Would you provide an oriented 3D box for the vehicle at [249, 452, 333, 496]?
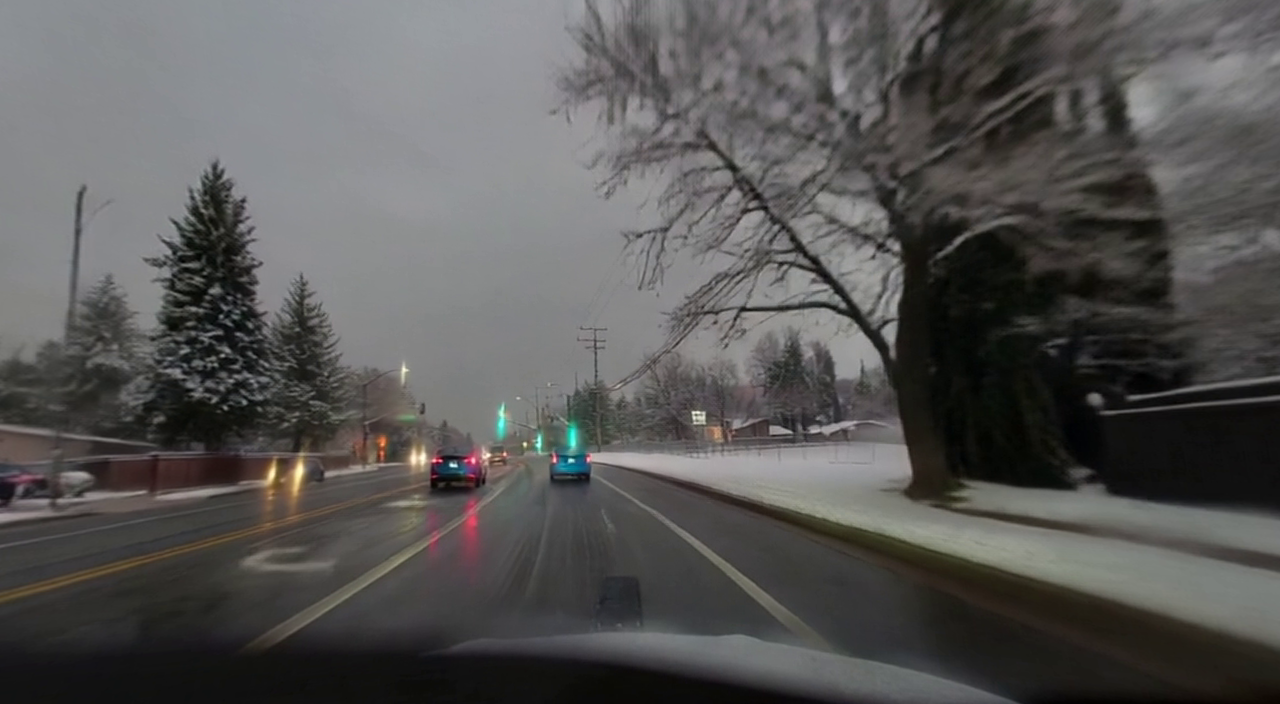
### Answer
[{"bbox_3d":[-18.820,6.538,34.415,2.094,2.000,5.603,2,-7,-8],"label":"vehicle"}]

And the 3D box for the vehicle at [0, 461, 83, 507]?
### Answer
[{"bbox_3d":[-23.997,5.045,23.892,3.916,1.509,1.804,-2,-8,-13],"label":"vehicle"}]

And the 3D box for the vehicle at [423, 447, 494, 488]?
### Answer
[{"bbox_3d":[-6.793,4.333,24.069,1.913,1.425,4.235,1,-9,-7],"label":"vehicle"}]

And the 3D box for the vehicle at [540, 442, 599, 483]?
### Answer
[{"bbox_3d":[-2.921,4.432,25.693,2.168,1.504,4.284,1,-9,-8],"label":"vehicle"}]
